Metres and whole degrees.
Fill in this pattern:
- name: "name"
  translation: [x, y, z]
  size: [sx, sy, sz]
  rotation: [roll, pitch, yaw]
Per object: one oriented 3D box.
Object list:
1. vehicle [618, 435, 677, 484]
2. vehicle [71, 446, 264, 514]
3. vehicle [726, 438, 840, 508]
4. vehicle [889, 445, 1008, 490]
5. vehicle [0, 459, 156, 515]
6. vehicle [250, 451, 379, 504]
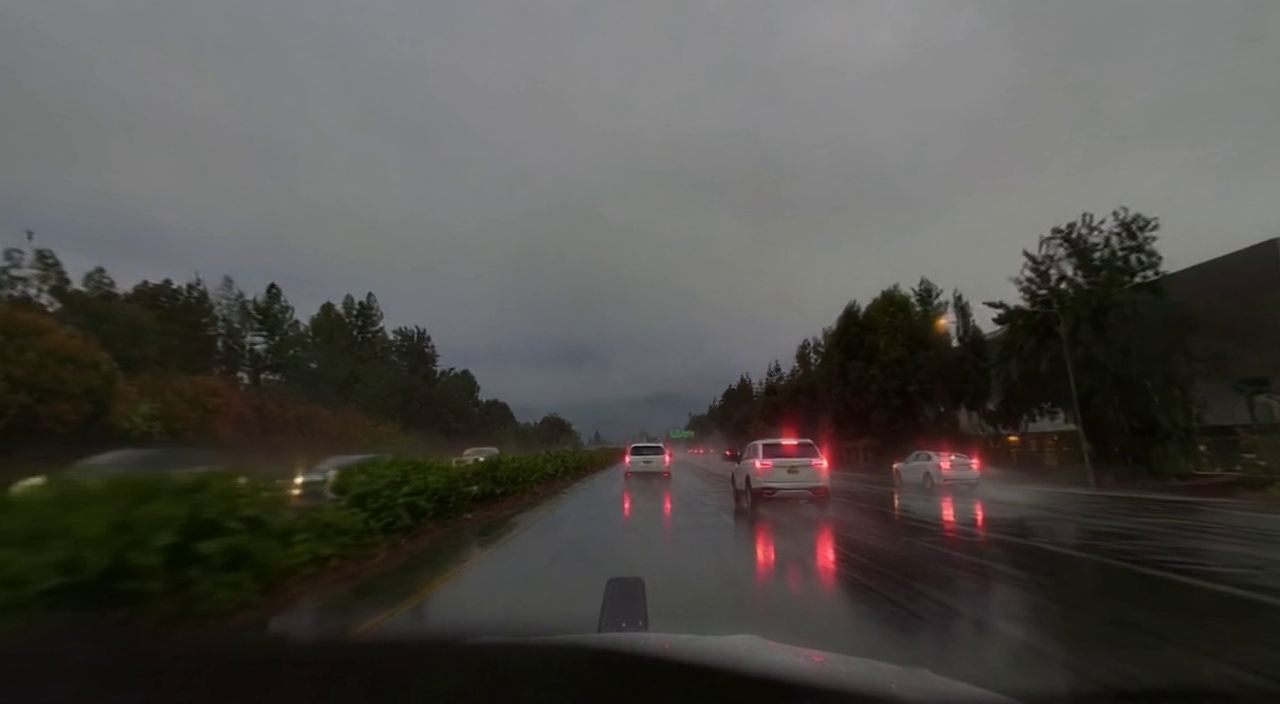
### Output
- name: "vehicle"
  translation: [0.307, 4.512, 26.733]
  size: [2.290, 1.862, 4.454]
  rotation: [0, -8, 1]
- name: "vehicle"
  translation: [-14.222, 3.814, 19.479]
  size: [2.092, 1.805, 4.904]
  rotation: [0, -8, 0]
- name: "vehicle"
  translation: [3.576, 3.094, 16.624]
  size: [2.042, 1.592, 4.047]
  rotation: [0, -8, 0]
- name: "vehicle"
  translation: [10.989, 4.113, 22.910]
  size: [2.027, 1.446, 4.470]
  rotation: [0, -8, 0]
- name: "vehicle"
  translation: [-18.030, 4.164, 19.887]
  size: [1.918, 1.456, 4.459]
  rotation: [0, -8, 1]
- name: "vehicle"
  translation: [-10.564, 4.057, 20.873]
  size: [1.883, 1.529, 4.333]
  rotation: [0, -8, 1]
